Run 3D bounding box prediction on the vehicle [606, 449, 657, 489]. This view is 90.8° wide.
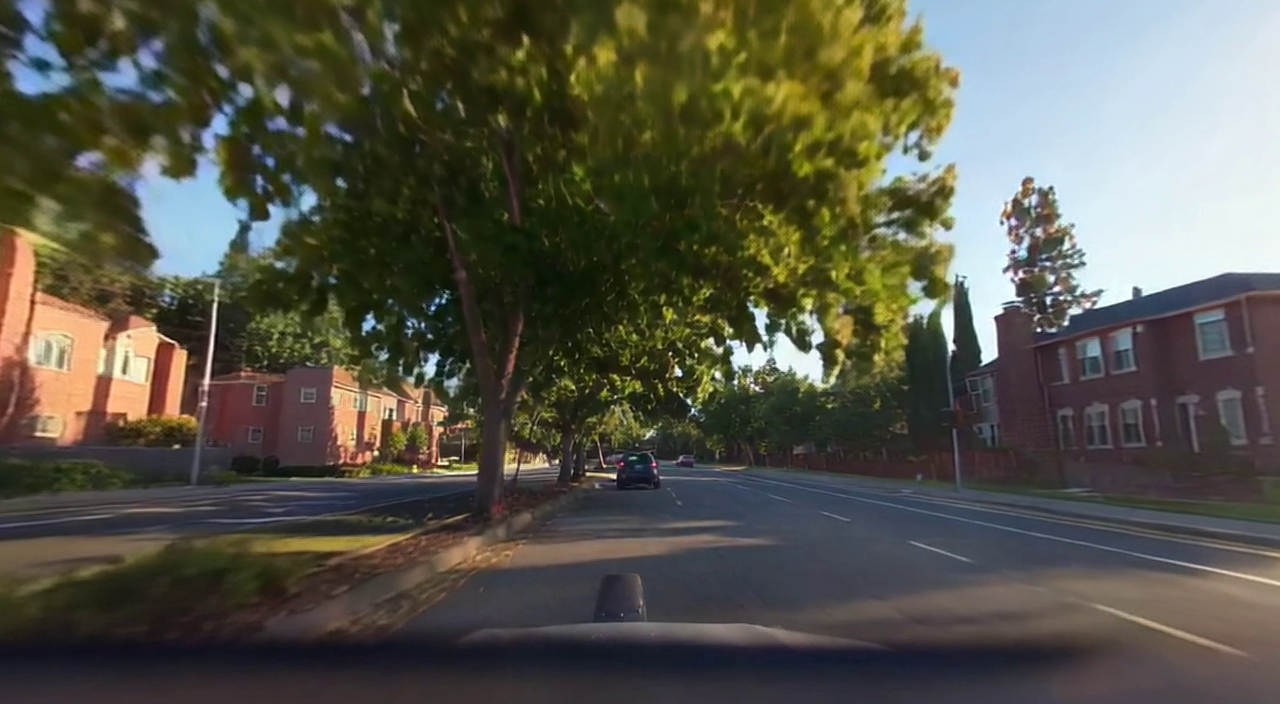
[{"bbox_3d":[-0.295,5.107,27.963,2.093,1.591,4.247,0,-9,1],"label":"vehicle"}]
